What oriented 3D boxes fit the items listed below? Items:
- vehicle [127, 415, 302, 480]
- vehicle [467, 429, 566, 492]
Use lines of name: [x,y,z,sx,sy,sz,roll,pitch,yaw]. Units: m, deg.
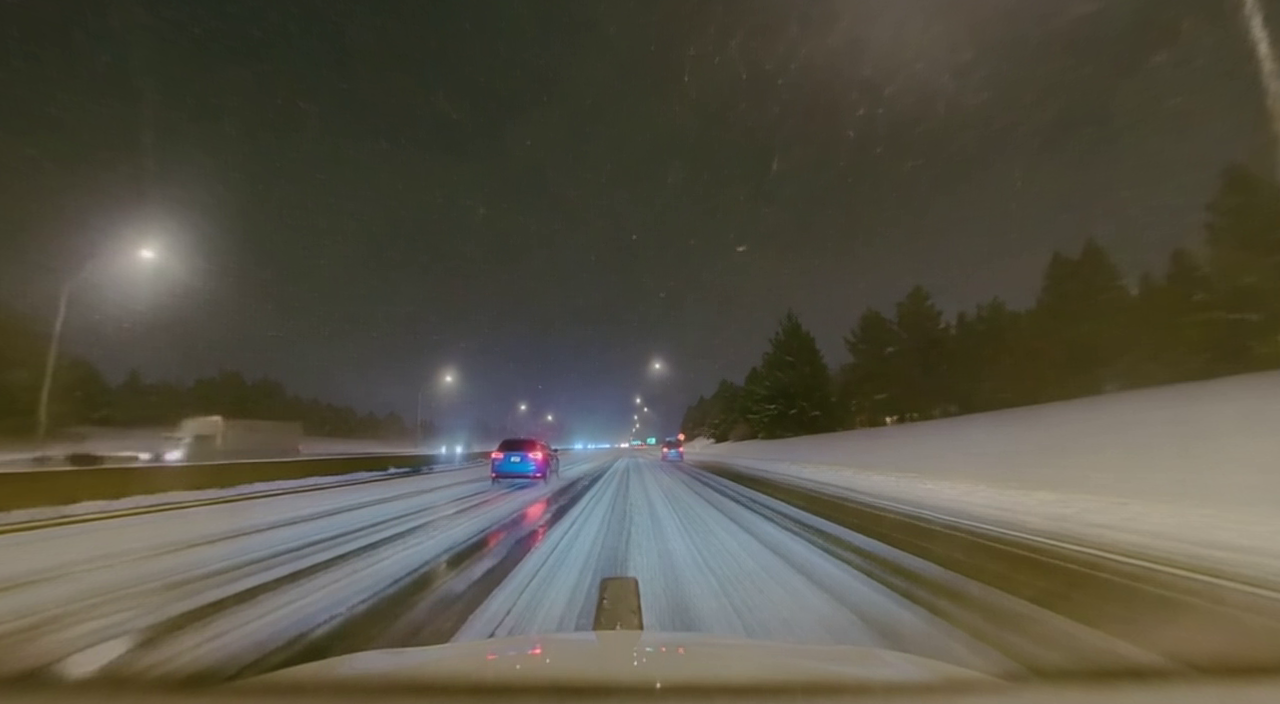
vehicle: [-23.303,5.360,35.616,3.133,3.158,9.667,0,-9,0]
vehicle: [-3.875,3.519,20.854,2.205,1.773,5.124,0,-9,0]
